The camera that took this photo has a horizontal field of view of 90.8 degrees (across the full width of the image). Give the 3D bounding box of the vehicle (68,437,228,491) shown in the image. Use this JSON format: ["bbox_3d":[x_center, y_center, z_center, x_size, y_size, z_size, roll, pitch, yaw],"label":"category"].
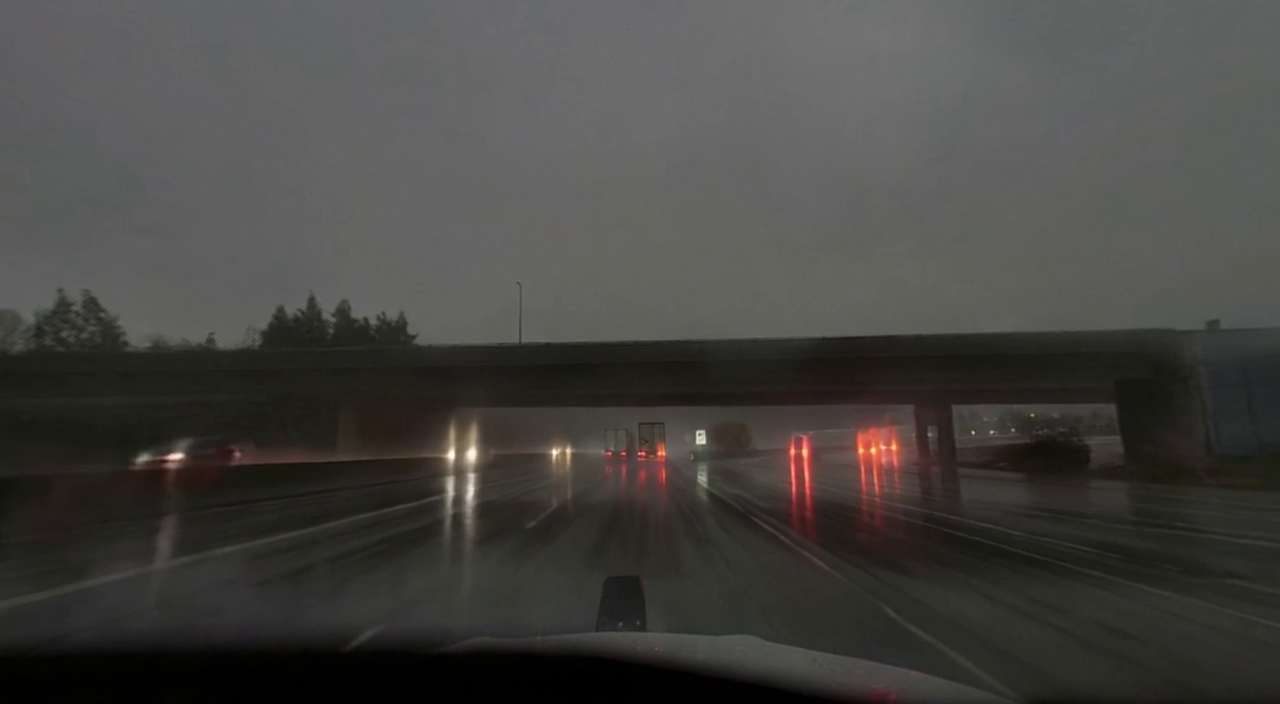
[{"bbox_3d":[-22.833,5.232,29.779,2.376,2.238,6.235,-1,-9,1],"label":"vehicle"}]
